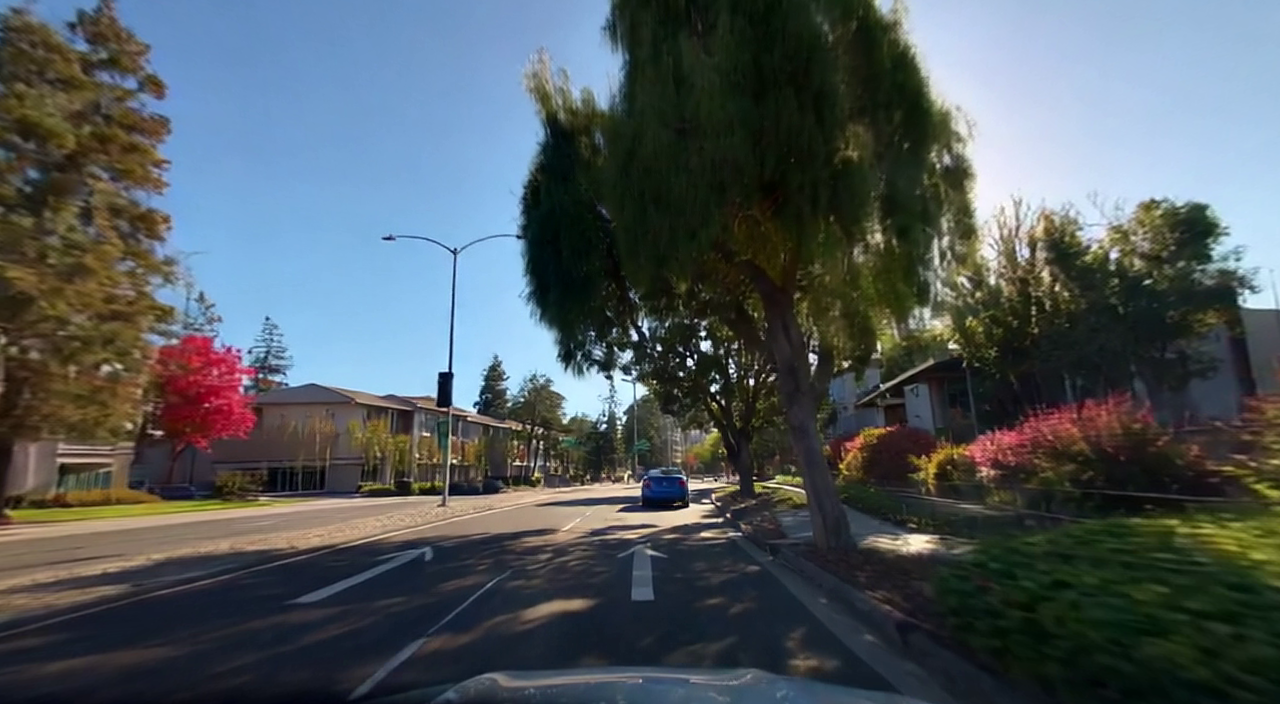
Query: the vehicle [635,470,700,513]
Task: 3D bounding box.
[{"bbox_3d":[1.086,4.790,22.057,1.972,1.250,5.282,0,-10,6],"label":"vehicle"}]
